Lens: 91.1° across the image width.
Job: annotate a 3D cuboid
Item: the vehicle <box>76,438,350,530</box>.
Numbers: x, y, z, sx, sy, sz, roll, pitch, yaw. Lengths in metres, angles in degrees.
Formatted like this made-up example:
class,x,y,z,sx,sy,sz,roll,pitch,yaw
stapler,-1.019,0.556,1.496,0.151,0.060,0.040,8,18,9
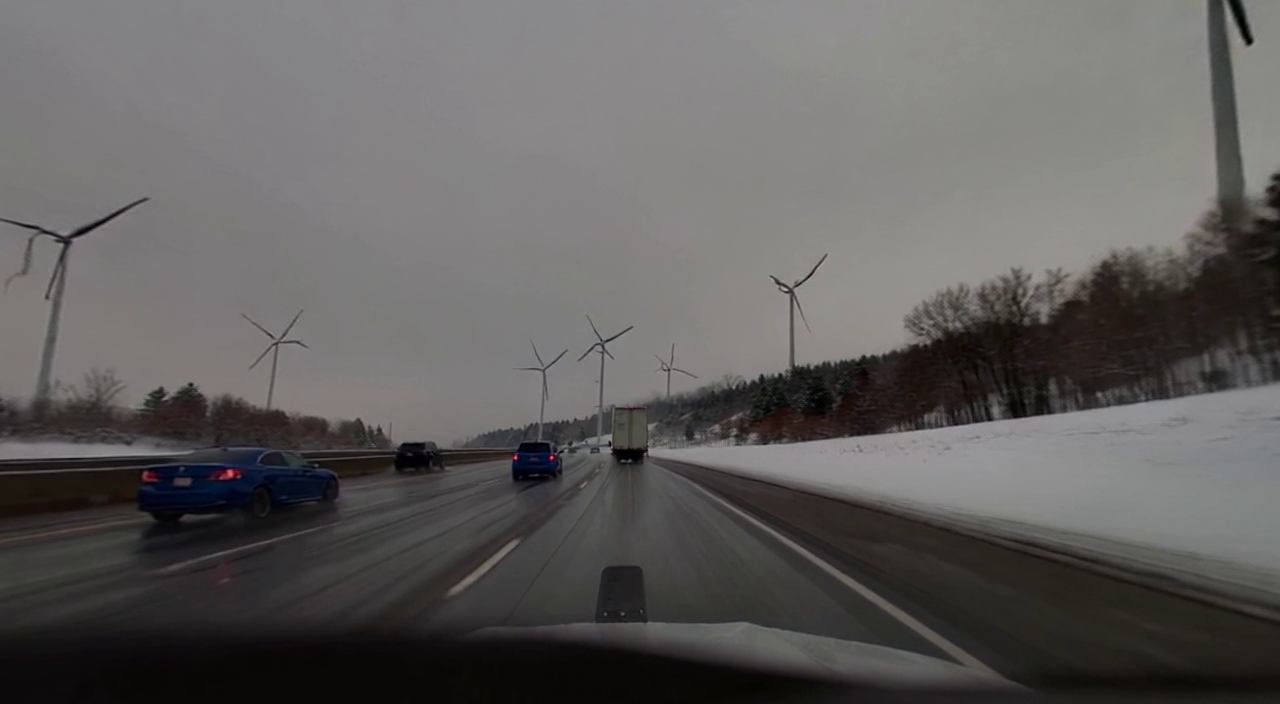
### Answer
class,x,y,z,sx,sy,sz,roll,pitch,yaw
vehicle,-8.067,2.501,12.619,2.271,1.488,4.597,0,-8,0

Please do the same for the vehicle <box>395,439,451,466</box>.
class,x,y,z,sx,sy,sz,roll,pitch,yaw
vehicle,-15.878,7.372,46.274,2.285,1.835,5.672,0,-8,-3

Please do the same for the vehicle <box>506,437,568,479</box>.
class,x,y,z,sx,sy,sz,roll,pitch,yaw
vehicle,-4.395,4.584,27.415,2.109,1.684,3.783,0,-8,-1
